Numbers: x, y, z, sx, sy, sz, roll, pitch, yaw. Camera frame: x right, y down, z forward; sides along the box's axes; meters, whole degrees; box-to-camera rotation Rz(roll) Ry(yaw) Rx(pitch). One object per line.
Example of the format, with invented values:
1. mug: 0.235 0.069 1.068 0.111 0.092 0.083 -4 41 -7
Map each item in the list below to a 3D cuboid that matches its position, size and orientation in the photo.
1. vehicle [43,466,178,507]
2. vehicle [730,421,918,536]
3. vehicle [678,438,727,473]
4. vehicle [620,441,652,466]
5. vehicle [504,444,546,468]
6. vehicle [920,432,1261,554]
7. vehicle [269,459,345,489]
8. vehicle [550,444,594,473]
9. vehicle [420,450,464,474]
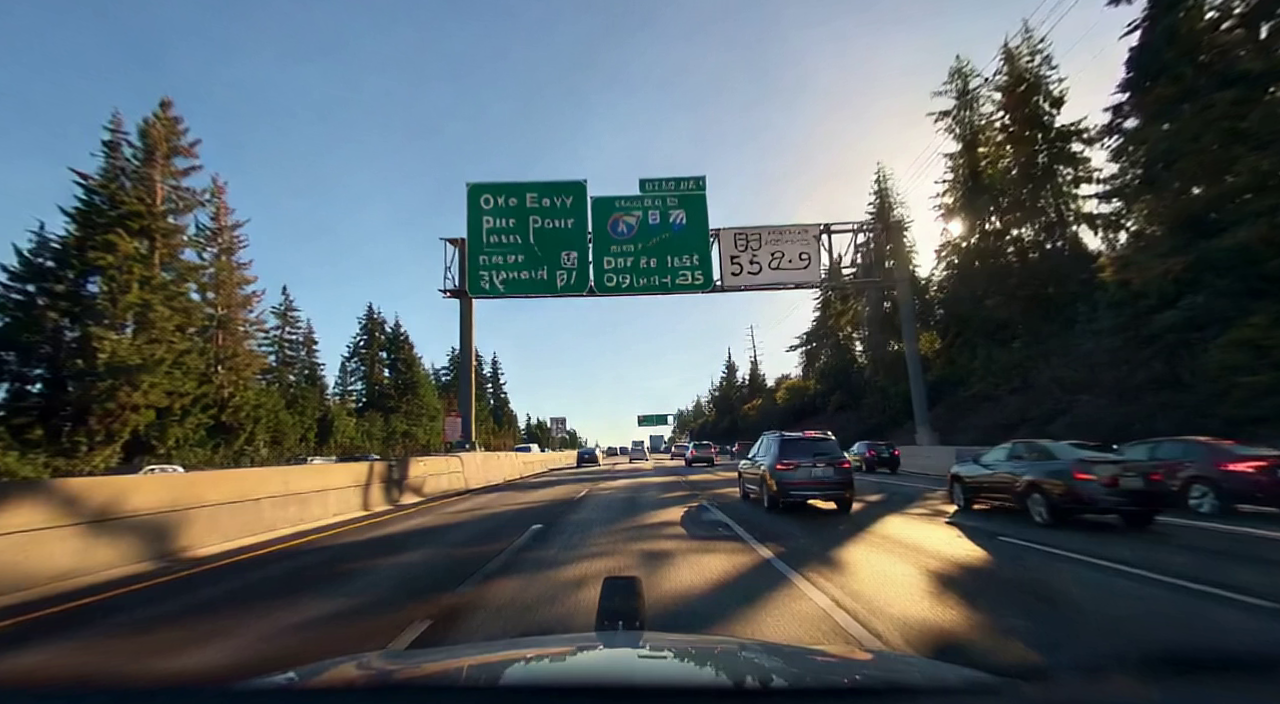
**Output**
1. vehicle: -23.385 5.923 28.083 1.913 1.491 4.763 0 -8 -1
2. vehicle: 3.142 2.277 11.989 2.092 1.723 4.670 0 -8 -1
3. vehicle: 3.442 5.830 35.670 2.138 1.826 4.783 0 -8 -2
4. vehicle: -0.360 7.772 48.291 2.314 1.796 4.254 0 -8 -1
5. vehicle: -8.858 8.040 48.898 2.214 1.737 5.234 0 -8 1
6. vehicle: 6.628 2.091 10.135 2.027 1.483 4.559 0 -8 -1
7. vehicle: -19.114 6.998 36.408 1.887 1.485 4.635 0 -8 0
8. vehicle: -3.743 5.989 35.511 2.051 1.510 4.373 0 -8 0
9. vehicle: -12.544 6.957 40.009 1.583 1.428 3.716 0 -8 0
